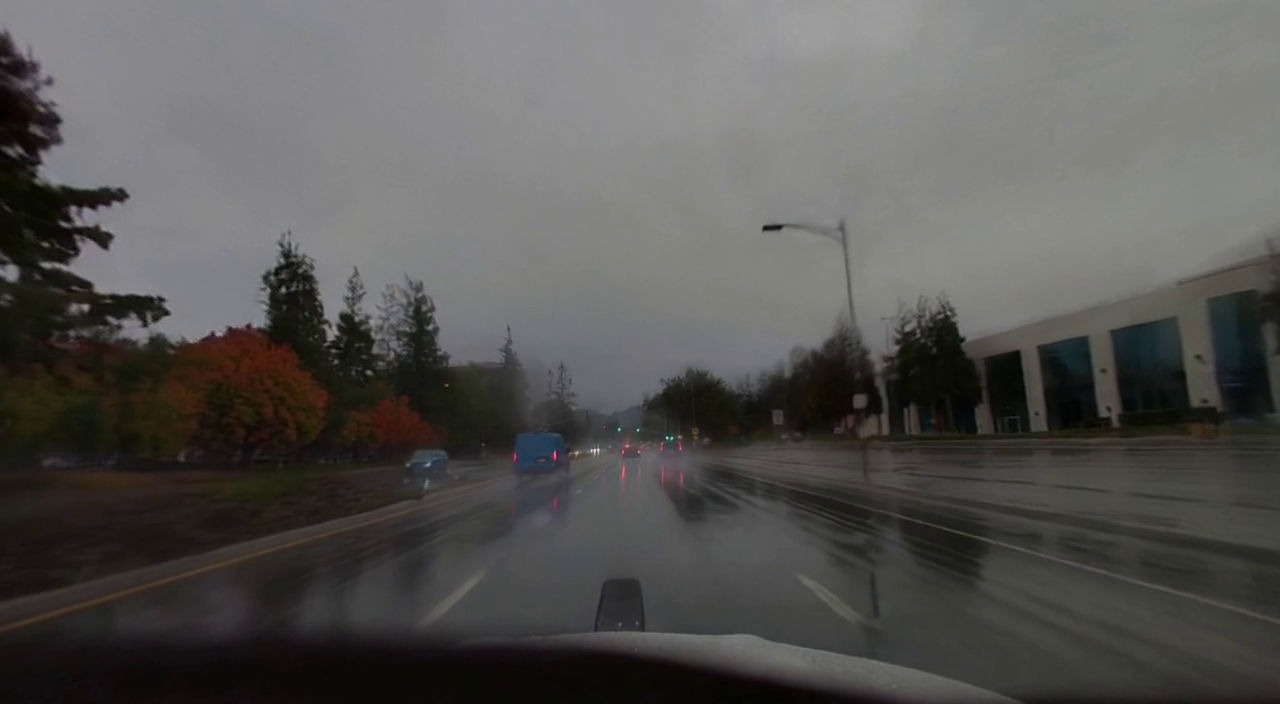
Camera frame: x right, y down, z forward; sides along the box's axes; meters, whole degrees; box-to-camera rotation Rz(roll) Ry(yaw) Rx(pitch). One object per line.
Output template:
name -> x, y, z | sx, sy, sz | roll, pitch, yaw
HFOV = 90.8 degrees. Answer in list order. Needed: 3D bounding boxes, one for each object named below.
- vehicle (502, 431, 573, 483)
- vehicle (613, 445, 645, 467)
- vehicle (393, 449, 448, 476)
vehicle -> -3.980, 4.157, 25.343 | 2.075, 1.863, 4.744 | 0, -9, -1
vehicle -> -0.778, 7.062, 43.136 | 2.039, 1.455, 3.826 | 0, -8, -2
vehicle -> -13.417, 6.743, 38.906 | 2.060, 1.506, 4.827 | 0, -8, -6
